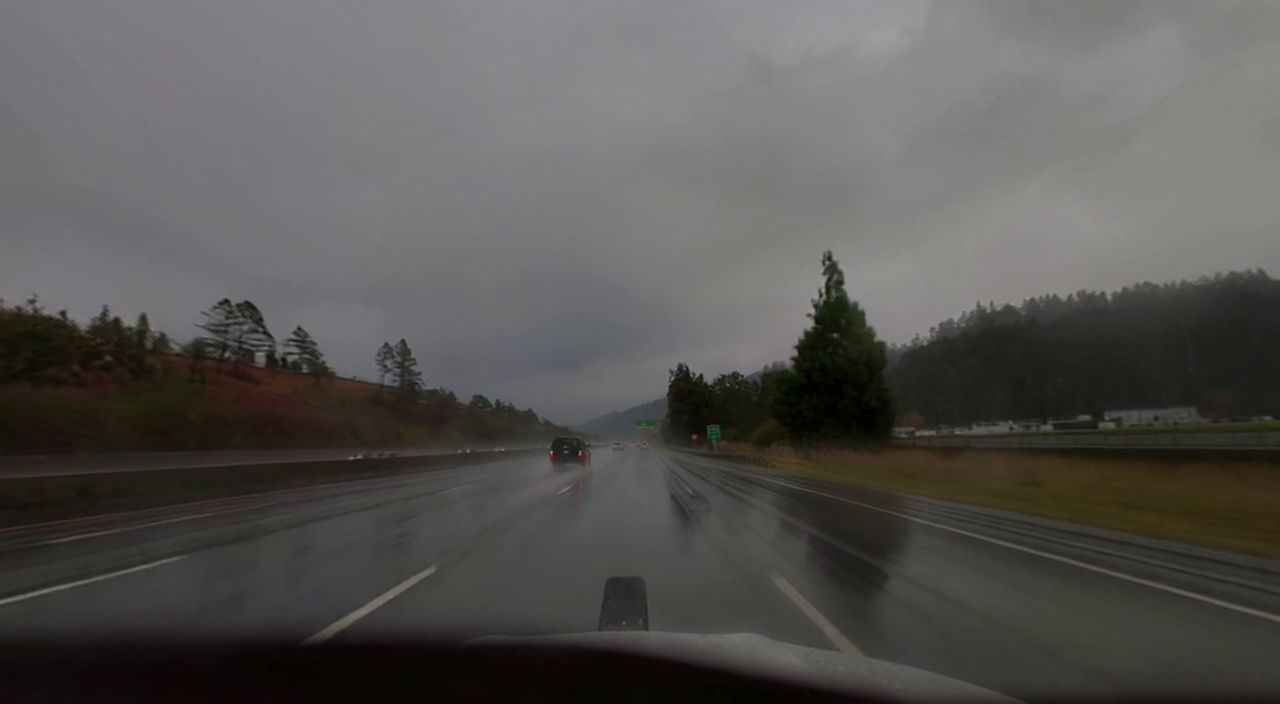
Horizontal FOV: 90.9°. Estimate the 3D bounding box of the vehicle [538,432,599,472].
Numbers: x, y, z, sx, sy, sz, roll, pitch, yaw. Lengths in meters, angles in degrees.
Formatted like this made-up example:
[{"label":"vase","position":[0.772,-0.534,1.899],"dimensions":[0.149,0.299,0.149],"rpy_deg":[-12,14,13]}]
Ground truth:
[{"label":"vehicle","position":[-3.376,4.853,30.826],"dimensions":[2.283,1.802,4.810],"rpy_deg":[0,-8,1]}]
